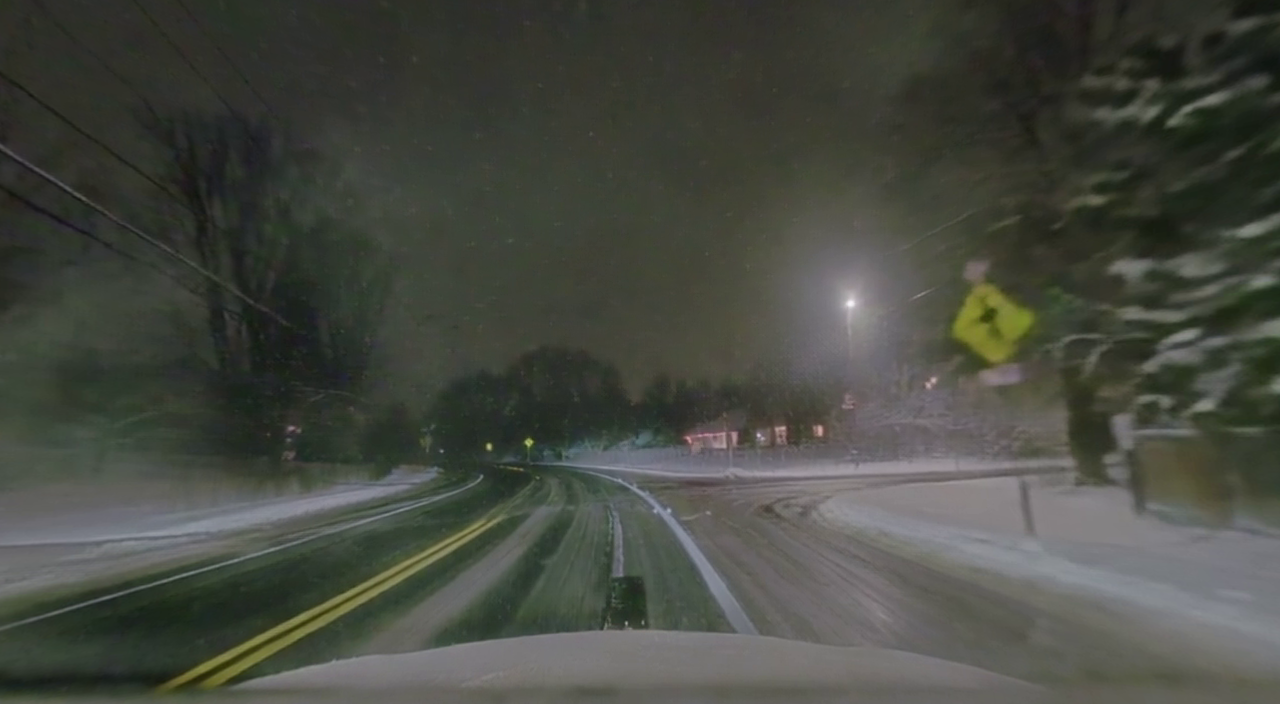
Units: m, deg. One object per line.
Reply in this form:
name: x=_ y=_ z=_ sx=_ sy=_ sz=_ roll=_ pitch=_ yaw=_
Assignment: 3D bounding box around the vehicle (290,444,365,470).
vehicle: x=-23.589 y=7.936 z=47.637 sx=4.562 sy=1.857 sz=2.129 roll=-1 pitch=-9 yaw=9
